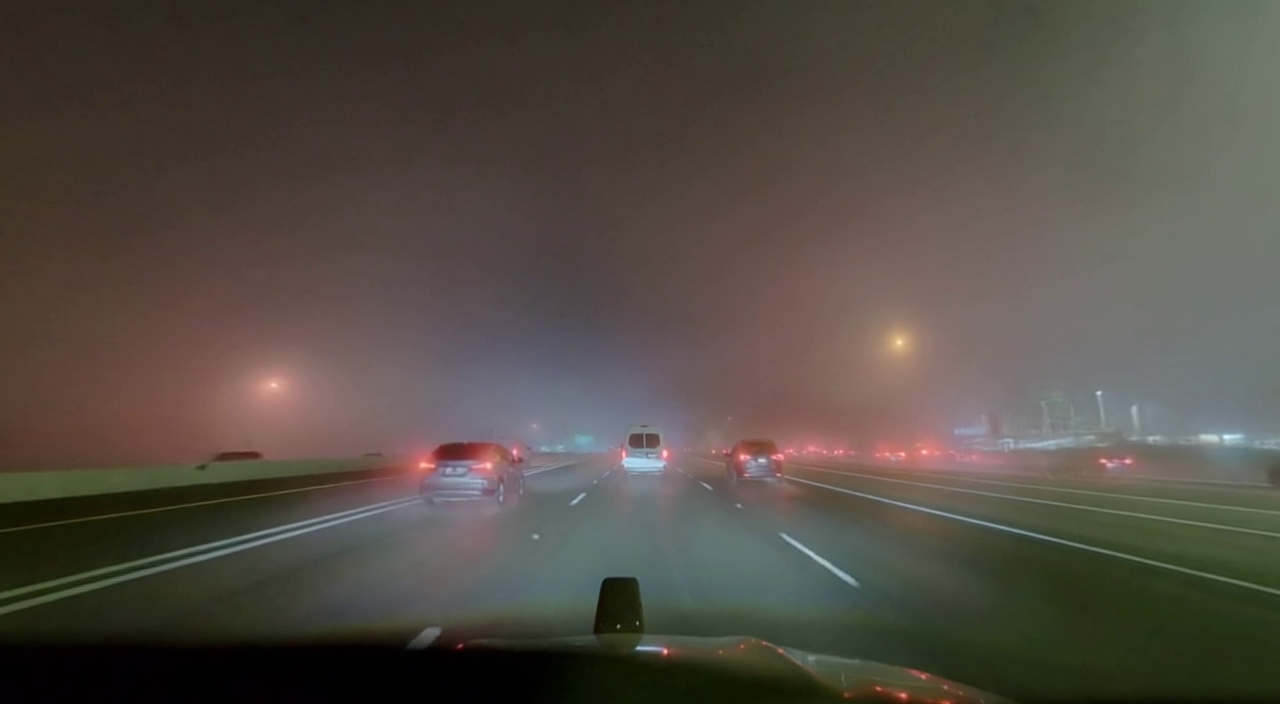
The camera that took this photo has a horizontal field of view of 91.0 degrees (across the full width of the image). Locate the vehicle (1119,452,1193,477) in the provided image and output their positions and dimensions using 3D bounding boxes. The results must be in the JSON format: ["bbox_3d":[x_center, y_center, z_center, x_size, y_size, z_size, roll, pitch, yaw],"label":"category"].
[{"bbox_3d":[40.091,8.722,48.995,3.747,1.473,2.058,-7,-8,10],"label":"vehicle"}]

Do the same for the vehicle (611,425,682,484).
[{"bbox_3d":[0.243,4.003,24.726,2.509,2.062,4.639,0,-9,0],"label":"vehicle"}]

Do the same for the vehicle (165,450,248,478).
[{"bbox_3d":[-26.974,6.937,39.412,1.860,1.613,4.563,0,-9,1],"label":"vehicle"}]

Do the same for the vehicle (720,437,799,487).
[{"bbox_3d":[4.366,4.077,23.749,2.146,1.678,4.489,0,-9,1],"label":"vehicle"}]

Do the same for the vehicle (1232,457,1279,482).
[{"bbox_3d":[38.468,7.047,37.936,3.634,1.431,1.740,-1,-9,7],"label":"vehicle"}]

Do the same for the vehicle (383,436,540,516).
[{"bbox_3d":[-3.861,2.782,14.711,2.173,1.542,4.781,0,-9,1],"label":"vehicle"}]
